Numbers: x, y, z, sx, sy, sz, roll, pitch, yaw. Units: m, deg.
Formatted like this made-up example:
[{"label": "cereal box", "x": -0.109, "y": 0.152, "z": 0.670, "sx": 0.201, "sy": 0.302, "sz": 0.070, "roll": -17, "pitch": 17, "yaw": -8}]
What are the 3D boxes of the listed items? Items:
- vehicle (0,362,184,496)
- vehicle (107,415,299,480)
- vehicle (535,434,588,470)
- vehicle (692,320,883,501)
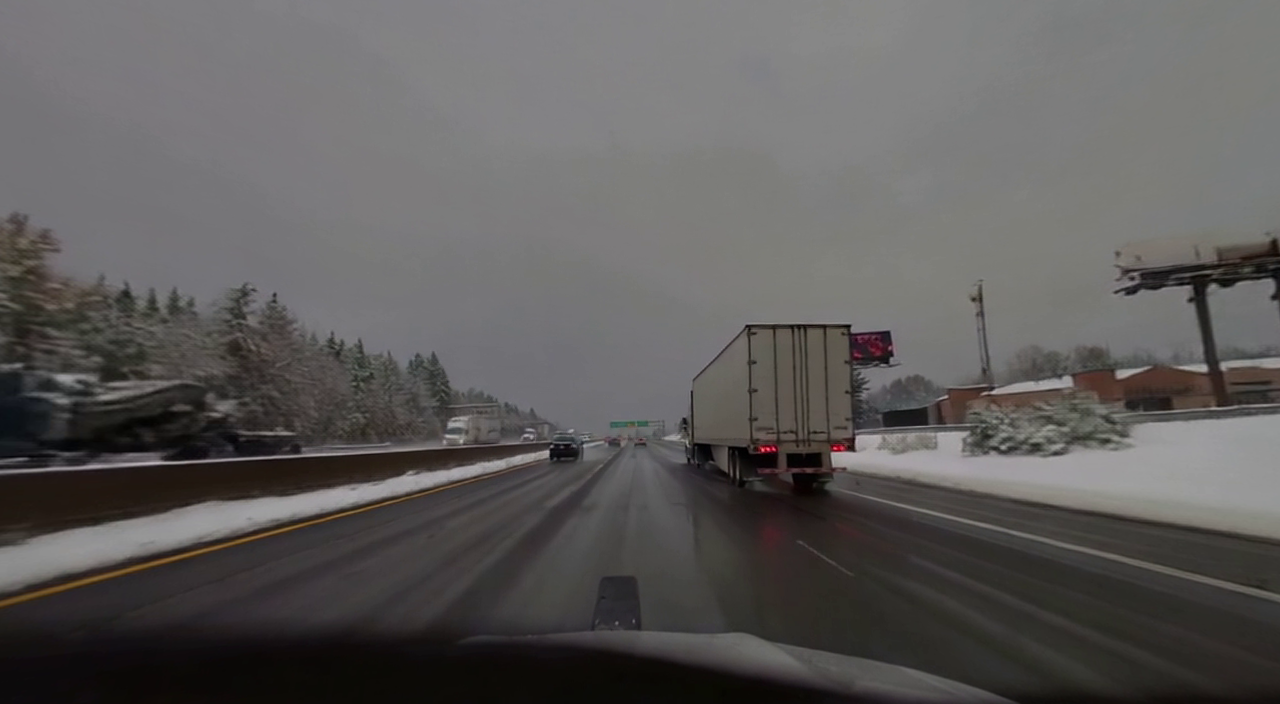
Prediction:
[{"label": "vehicle", "x": -19.665, "y": 2.480, "z": 20.031, "sx": 2.985, "sy": 3.765, "sz": 9.890, "roll": 0, "pitch": -8, "yaw": -1}, {"label": "vehicle", "x": -19.846, "y": 4.402, "z": 29.574, "sx": 2.932, "sy": 2.543, "sz": 8.599, "roll": 0, "pitch": -8, "yaw": -1}, {"label": "vehicle", "x": -3.431, "y": 4.437, "z": 28.350, "sx": 1.930, "sy": 1.484, "sz": 3.849, "roll": 0, "pitch": -8, "yaw": -1}, {"label": "vehicle", "x": 3.550, "y": 1.943, "z": 18.924, "sx": 2.871, "sy": 3.815, "sz": 11.331, "roll": 0, "pitch": -8, "yaw": -1}]
